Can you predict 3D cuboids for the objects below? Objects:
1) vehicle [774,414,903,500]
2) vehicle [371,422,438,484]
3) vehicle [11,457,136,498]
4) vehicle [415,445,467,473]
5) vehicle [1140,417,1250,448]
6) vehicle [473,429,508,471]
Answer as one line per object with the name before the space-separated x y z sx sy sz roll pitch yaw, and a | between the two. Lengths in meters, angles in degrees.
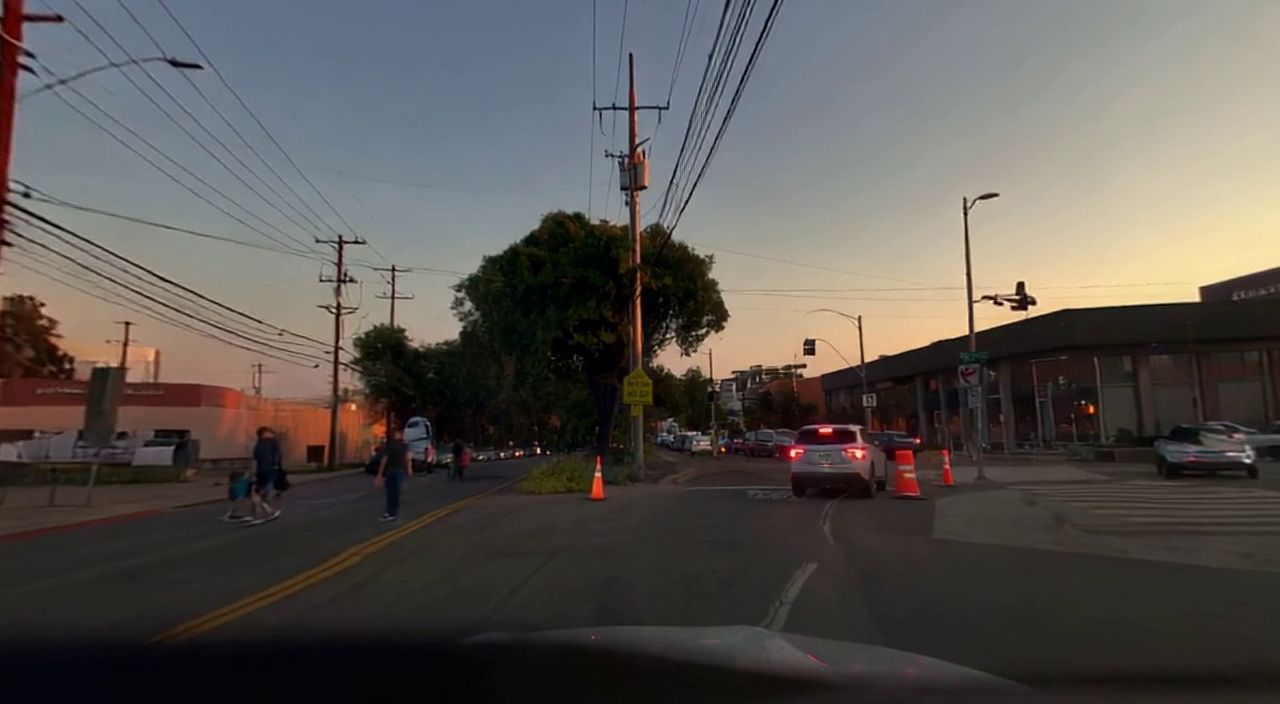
vehicle | 5.352 2.672 16.504 2.256 1.859 5.118 -5 -9 27
vehicle | -11.252 4.831 30.371 2.185 2.644 3.306 -3 -8 -5
vehicle | -23.226 5.124 26.144 1.817 1.456 4.079 1 -8 -9
vehicle | -13.039 7.016 41.678 2.509 1.731 4.549 1 -8 -8
vehicle | 32.321 4.719 36.867 1.937 1.688 4.382 6 -10 -37
vehicle | -9.952 6.573 42.416 1.959 2.654 4.078 1 -8 -9
